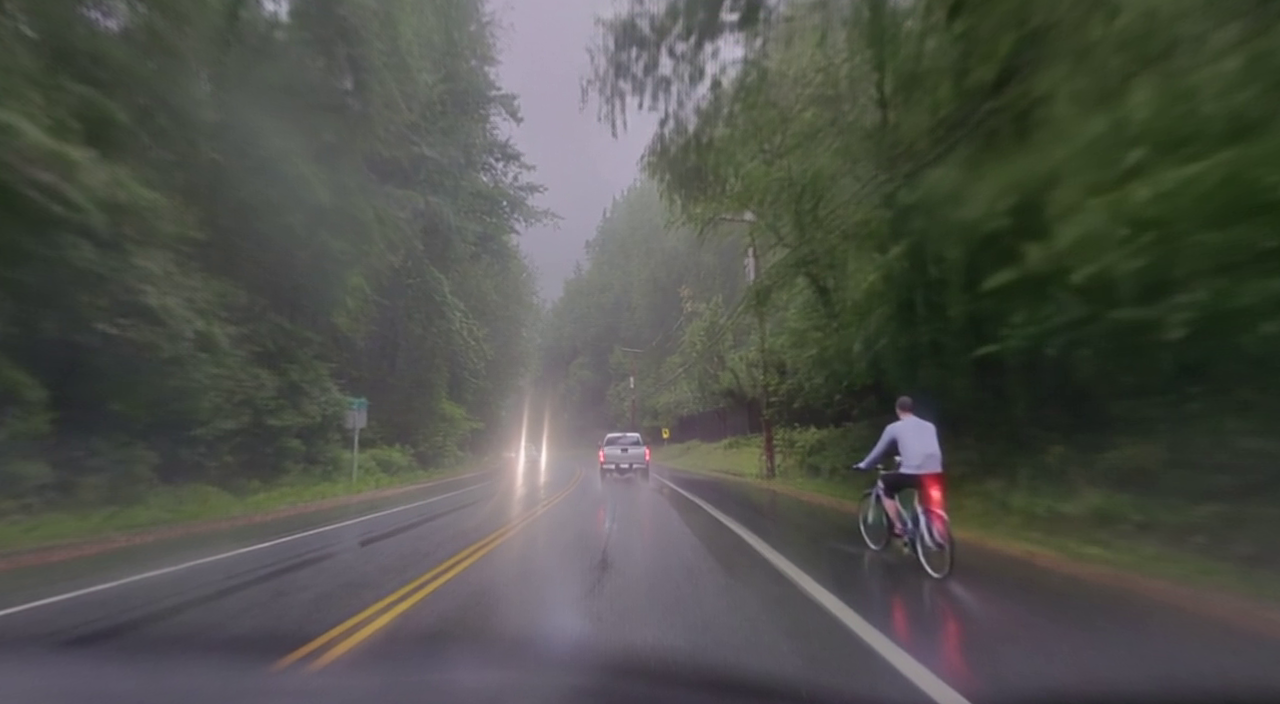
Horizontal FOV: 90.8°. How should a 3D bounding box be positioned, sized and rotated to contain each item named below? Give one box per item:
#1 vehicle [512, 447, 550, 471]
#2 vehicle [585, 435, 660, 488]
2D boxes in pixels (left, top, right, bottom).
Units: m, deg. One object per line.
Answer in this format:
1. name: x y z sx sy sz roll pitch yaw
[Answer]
1. vehicle: -7.381 7.235 43.024 2.198 1.459 4.398 0 -8 -5
2. vehicle: -0.784 4.242 24.971 2.631 1.798 5.331 0 -8 -4
